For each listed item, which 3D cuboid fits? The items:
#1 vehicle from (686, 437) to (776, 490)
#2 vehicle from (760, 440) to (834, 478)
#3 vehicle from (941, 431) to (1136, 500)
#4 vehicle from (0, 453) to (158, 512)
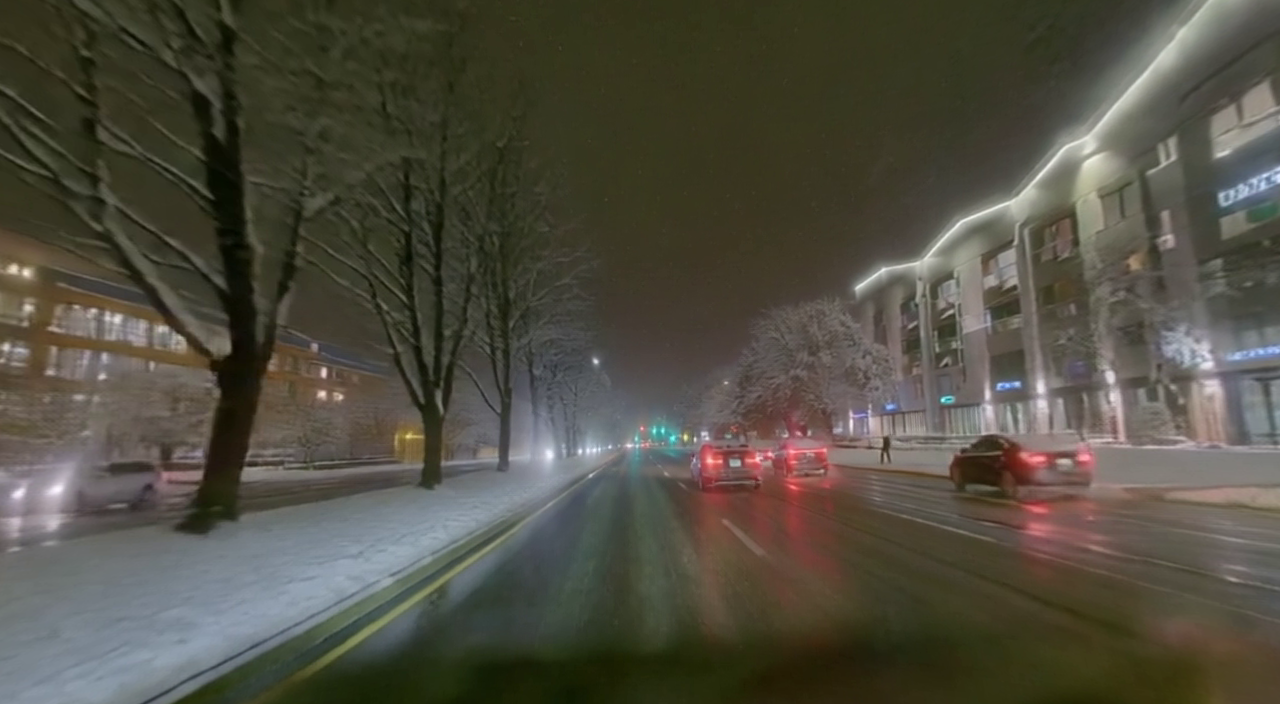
[{"bbox_3d":[2.780,3.546,20.439,2.131,1.491,4.496,0,-8,-1],"label":"vehicle"},{"bbox_3d":[6.366,4.368,26.131,1.912,1.411,4.380,0,-8,-1],"label":"vehicle"},{"bbox_3d":[9.944,2.853,16.359,2.003,1.511,4.670,0,-8,0],"label":"vehicle"},{"bbox_3d":[-19.616,4.397,21.870,2.071,1.743,4.749,0,-8,0],"label":"vehicle"}]
